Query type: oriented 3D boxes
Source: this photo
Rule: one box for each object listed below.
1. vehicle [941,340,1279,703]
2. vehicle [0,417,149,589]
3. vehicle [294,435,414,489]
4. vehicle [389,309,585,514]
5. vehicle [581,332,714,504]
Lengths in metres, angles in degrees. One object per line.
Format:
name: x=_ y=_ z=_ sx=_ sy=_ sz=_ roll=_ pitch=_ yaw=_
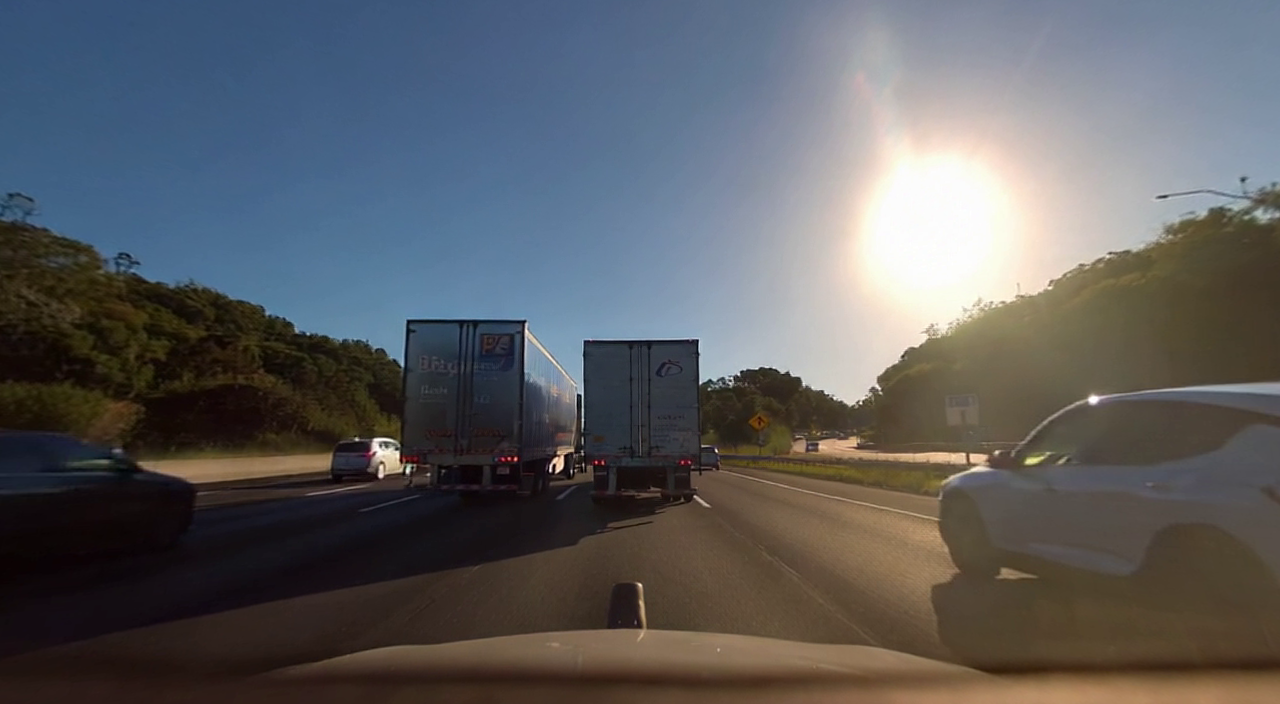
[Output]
vehicle: x=3.912 y=0.935 z=3.511 sx=2.136 sy=1.753 sz=4.644 roll=0 pitch=-9 yaw=0
vehicle: x=-7.389 y=1.451 z=5.916 sx=2.017 sy=1.694 sz=4.420 roll=0 pitch=-9 yaw=-1
vehicle: x=-10.992 y=4.261 z=24.889 sx=2.120 sy=1.862 sz=5.530 roll=0 pitch=-9 yaw=0
vehicle: x=-3.729 y=2.361 z=20.633 sx=2.873 sy=4.107 sz=15.970 roll=0 pitch=-9 yaw=-2
vehicle: x=0.087 y=2.167 z=18.953 sx=2.910 sy=3.828 sz=9.805 roll=0 pitch=-9 yaw=-1
